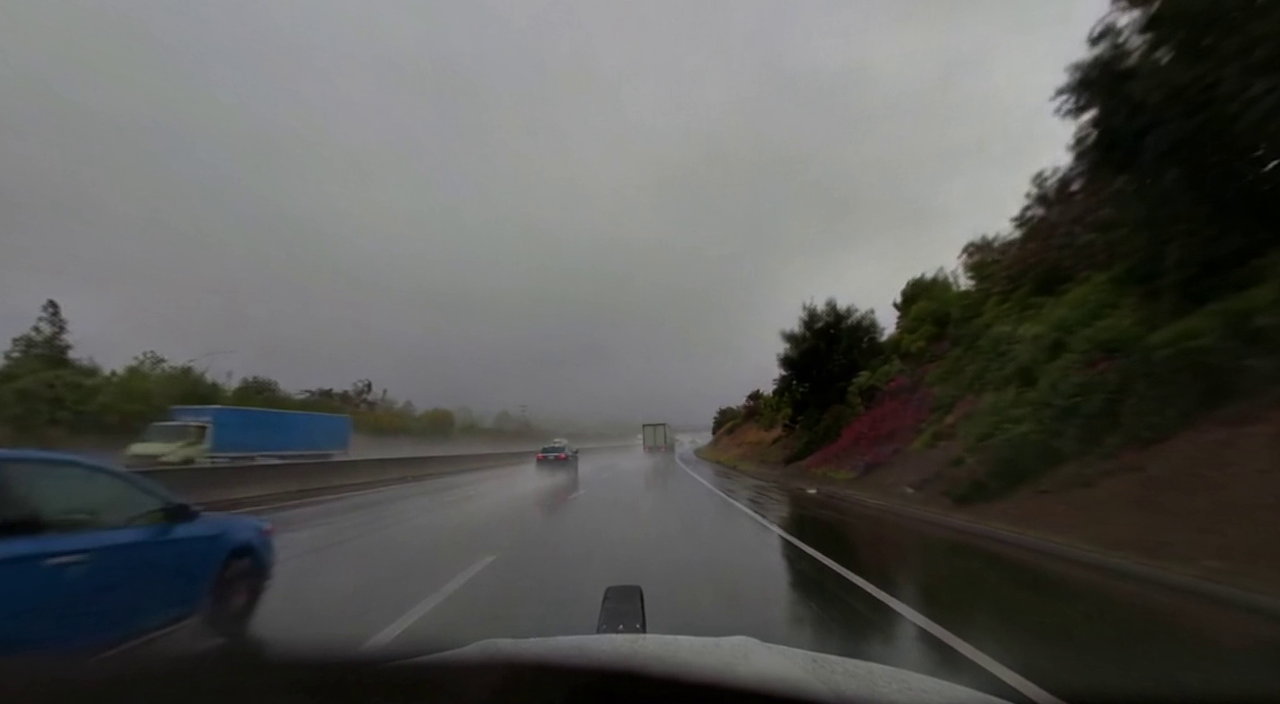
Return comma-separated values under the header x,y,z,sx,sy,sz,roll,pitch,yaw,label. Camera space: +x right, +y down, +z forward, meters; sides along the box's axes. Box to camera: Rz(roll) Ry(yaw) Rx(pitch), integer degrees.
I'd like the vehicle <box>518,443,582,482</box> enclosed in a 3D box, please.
x,y,z,sx,sy,sz,roll,pitch,yaw,label
-3.586,4.472,25.768,1.943,1.460,3.961,0,-9,1,vehicle

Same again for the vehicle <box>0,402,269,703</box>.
x,y,z,sx,sy,sz,roll,pitch,yaw,label
-3.844,0.923,2.499,2.078,1.469,4.371,0,-9,0,vehicle
